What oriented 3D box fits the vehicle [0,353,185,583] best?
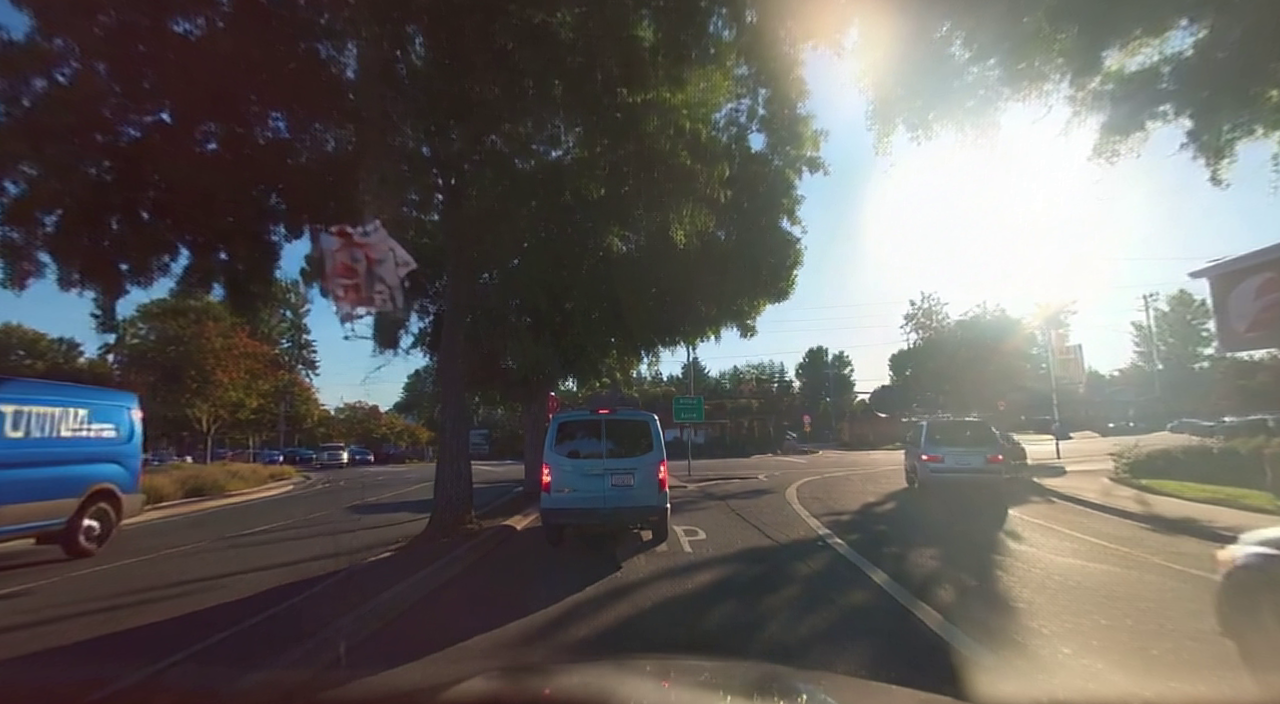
[{"bbox_3d":[-8.016,1.248,6.789,2.426,2.410,5.046,0,-9,0],"label":"vehicle"}]

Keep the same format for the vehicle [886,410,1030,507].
[{"bbox_3d":[7.564,2.590,15.654,2.204,1.973,4.946,-2,-9,16],"label":"vehicle"}]

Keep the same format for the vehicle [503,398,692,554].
[{"bbox_3d":[-0.432,1.813,9.823,2.237,1.828,4.546,0,-9,2],"label":"vehicle"}]

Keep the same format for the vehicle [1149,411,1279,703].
[{"bbox_3d":[4.084,0.786,1.357,2.079,1.504,4.828,0,-9,2],"label":"vehicle"}]
